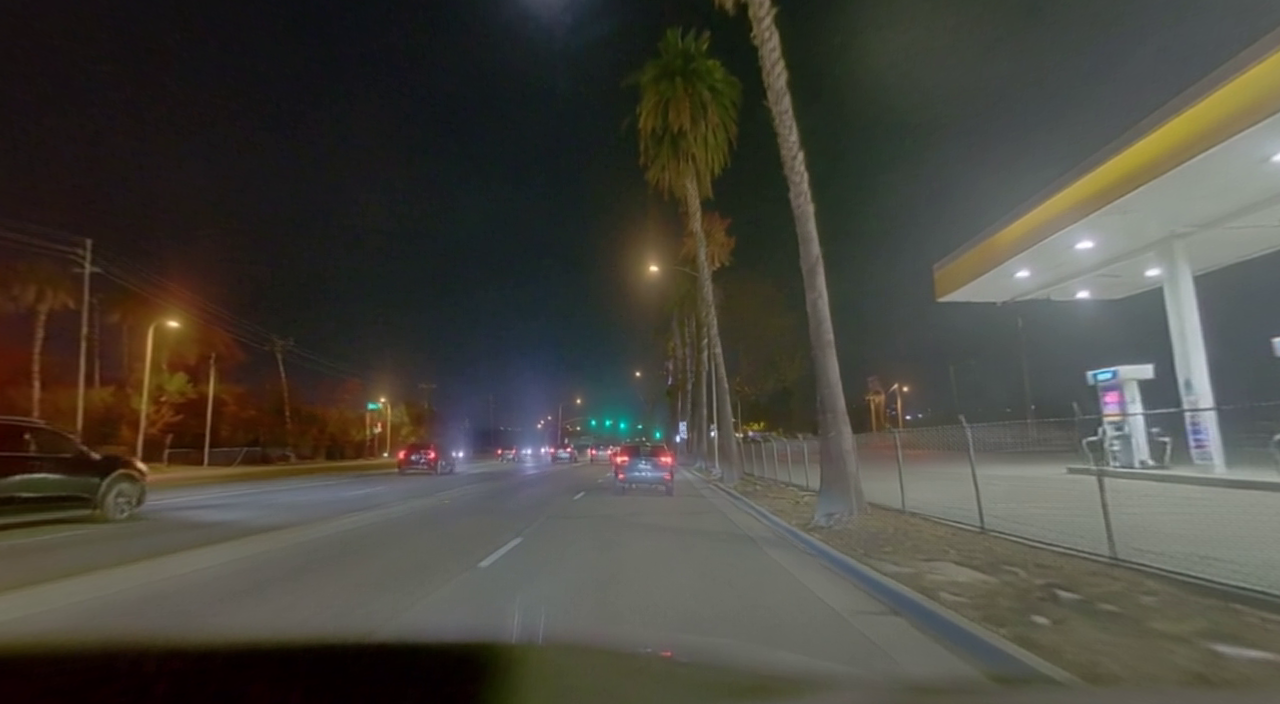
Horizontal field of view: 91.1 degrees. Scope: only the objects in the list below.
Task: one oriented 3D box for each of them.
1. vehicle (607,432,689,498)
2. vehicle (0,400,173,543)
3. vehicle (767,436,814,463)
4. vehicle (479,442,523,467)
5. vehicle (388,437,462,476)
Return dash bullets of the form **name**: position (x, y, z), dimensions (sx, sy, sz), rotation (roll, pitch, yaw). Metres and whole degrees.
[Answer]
- **vehicle**: position (0.256, 3.242, 18.342), dimensions (2.121, 1.710, 3.893), rotation (0, -9, 1)
- **vehicle**: position (-9.890, 1.685, 8.962), dimensions (2.269, 1.934, 5.350), rotation (0, -9, 0)
- **vehicle**: position (8.517, 5.475, 35.280), dimensions (1.837, 1.416, 3.947), rotation (-4, -9, 23)
- **vehicle**: position (-10.214, 7.565, 46.517), dimensions (1.998, 1.731, 4.952), rotation (0, -9, 1)
- **vehicle**: position (-10.307, 5.052, 30.472), dimensions (1.965, 1.743, 4.327), rotation (0, -9, 1)
